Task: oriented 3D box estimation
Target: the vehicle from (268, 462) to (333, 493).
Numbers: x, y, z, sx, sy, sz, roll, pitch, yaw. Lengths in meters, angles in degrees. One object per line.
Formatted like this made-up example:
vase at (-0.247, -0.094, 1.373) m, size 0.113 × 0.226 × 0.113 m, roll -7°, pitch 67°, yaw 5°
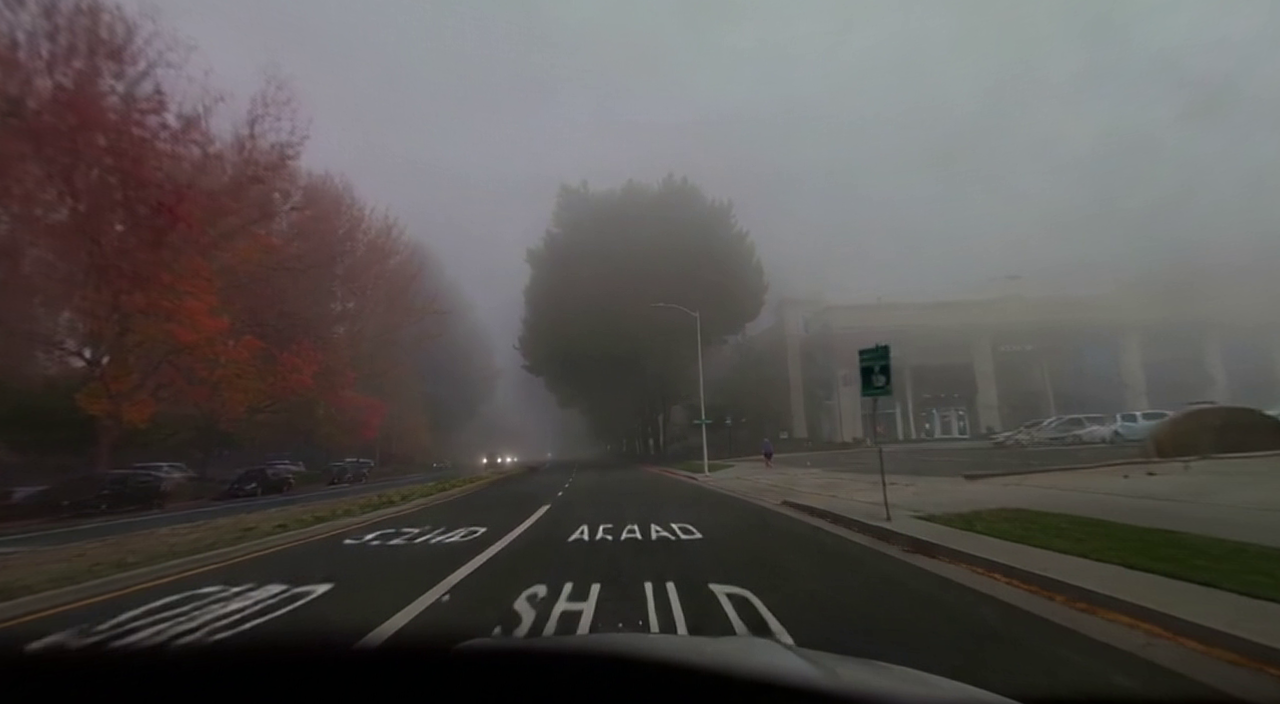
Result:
vehicle at (-20.016, 7.369, 37.175) m, size 1.896 × 1.495 × 4.108 m, roll -4°, pitch -9°, yaw -6°

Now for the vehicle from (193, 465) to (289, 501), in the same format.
vehicle at (-19.444, 6.388, 30.865) m, size 1.887 × 1.490 × 4.432 m, roll 0°, pitch -9°, yaw -2°

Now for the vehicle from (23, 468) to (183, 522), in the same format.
vehicle at (-18.769, 4.970, 22.284) m, size 1.956 × 1.550 × 4.375 m, roll 0°, pitch -9°, yaw -3°
